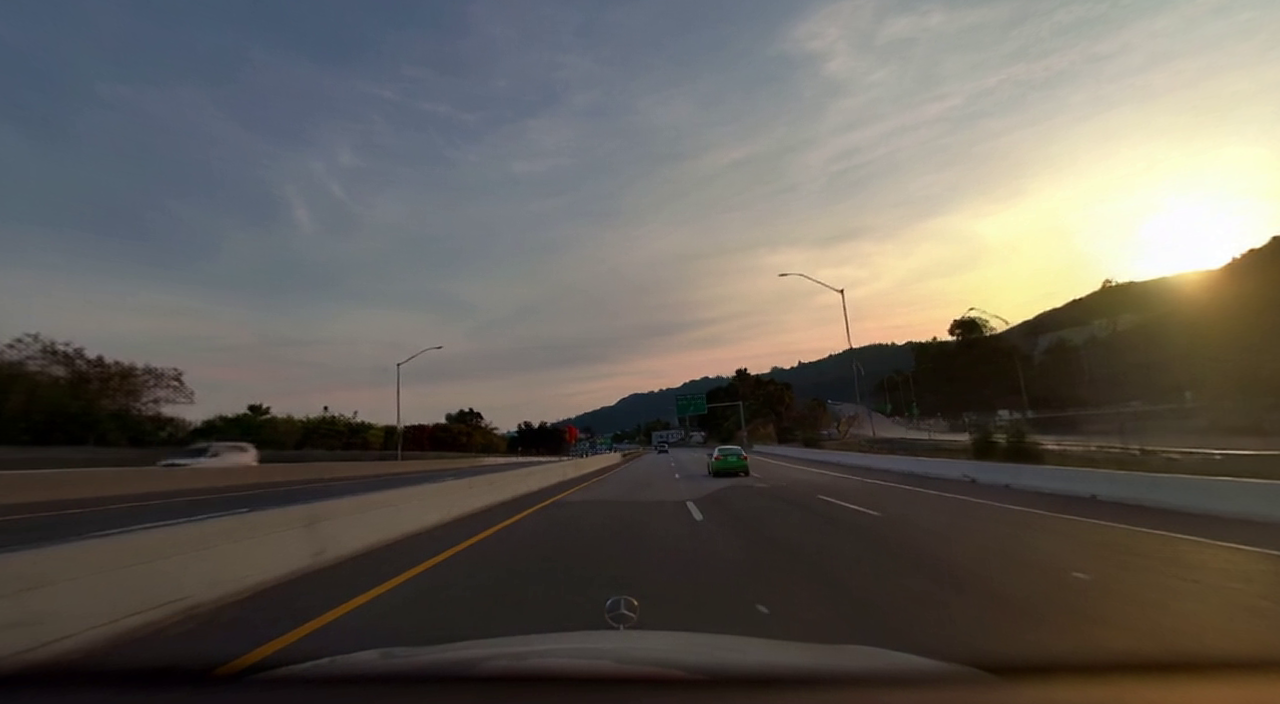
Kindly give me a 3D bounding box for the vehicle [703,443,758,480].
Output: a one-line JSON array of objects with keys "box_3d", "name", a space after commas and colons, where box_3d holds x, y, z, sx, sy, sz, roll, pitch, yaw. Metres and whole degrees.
[{"box_3d": [3.915, 4.800, 27.928, 1.874, 1.506, 4.116, 0, -9, 1], "name": "vehicle"}]
